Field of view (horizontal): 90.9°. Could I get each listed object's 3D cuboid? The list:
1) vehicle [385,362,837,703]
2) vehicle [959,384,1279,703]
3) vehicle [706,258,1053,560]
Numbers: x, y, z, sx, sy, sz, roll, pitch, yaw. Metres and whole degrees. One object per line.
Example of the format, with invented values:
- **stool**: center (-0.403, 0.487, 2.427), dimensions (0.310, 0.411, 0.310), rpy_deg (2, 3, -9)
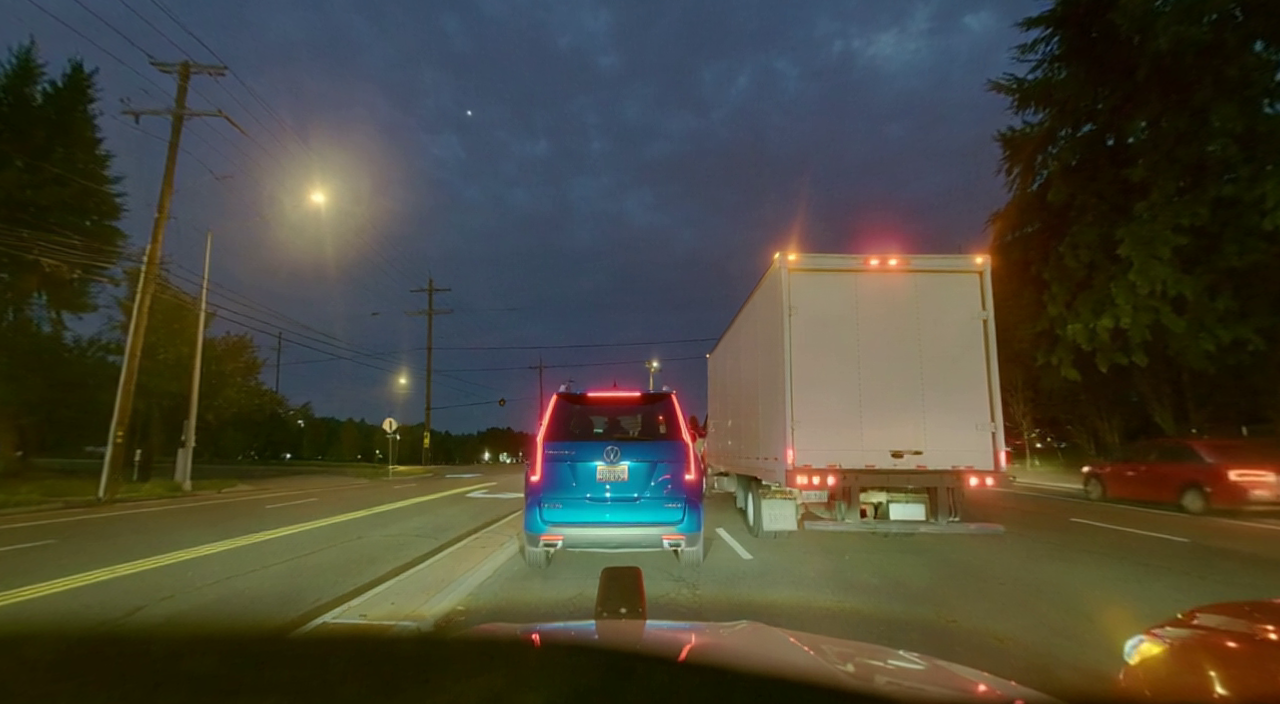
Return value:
- **vehicle**: center (-0.130, 1.223, 5.141), dimensions (2.114, 1.732, 4.230), rpy_deg (0, -8, 0)
- **vehicle**: center (2.829, 0.747, 1.196), dimensions (1.971, 1.484, 4.728), rpy_deg (0, -8, 0)
- **vehicle**: center (3.227, 1.251, 11.833), dimensions (2.915, 3.559, 8.848), rpy_deg (0, -8, -1)
